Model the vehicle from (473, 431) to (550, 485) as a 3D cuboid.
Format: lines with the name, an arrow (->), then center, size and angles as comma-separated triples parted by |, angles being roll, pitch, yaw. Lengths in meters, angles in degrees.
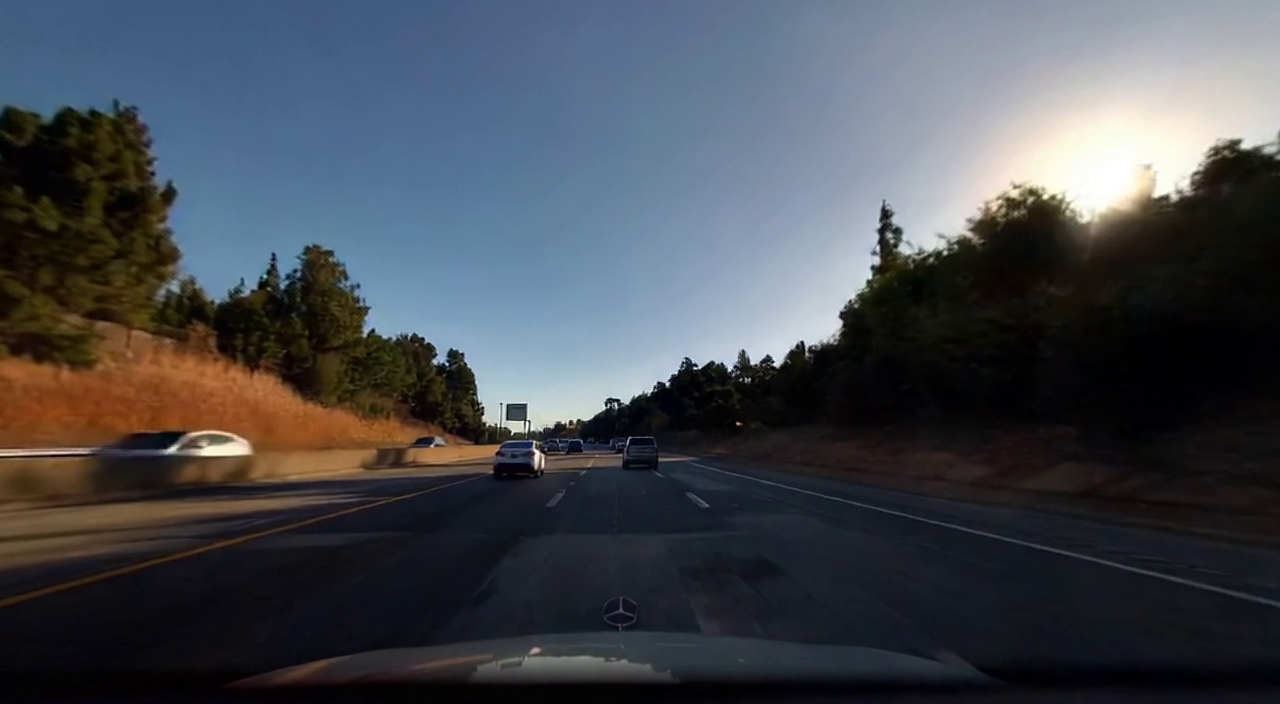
vehicle -> -4.478, 3.780, 22.523 | 1.963, 1.711, 4.284 | 0, -9, -2

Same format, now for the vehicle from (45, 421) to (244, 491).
vehicle -> -13.332, 2.848, 17.325 | 1.915, 1.638, 4.443 | 0, -9, -1

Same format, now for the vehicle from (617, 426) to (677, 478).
vehicle -> 0.192, 4.111, 25.860 | 2.179, 1.930, 4.538 | 0, -9, -3

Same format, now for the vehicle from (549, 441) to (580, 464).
vehicle -> -5.379, 7.231, 45.205 | 1.809, 1.510, 4.235 | 0, -9, -2

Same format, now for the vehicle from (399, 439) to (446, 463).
vehicle -> -15.016, 6.871, 43.504 | 1.912, 1.511, 4.174 | 0, -9, -2
